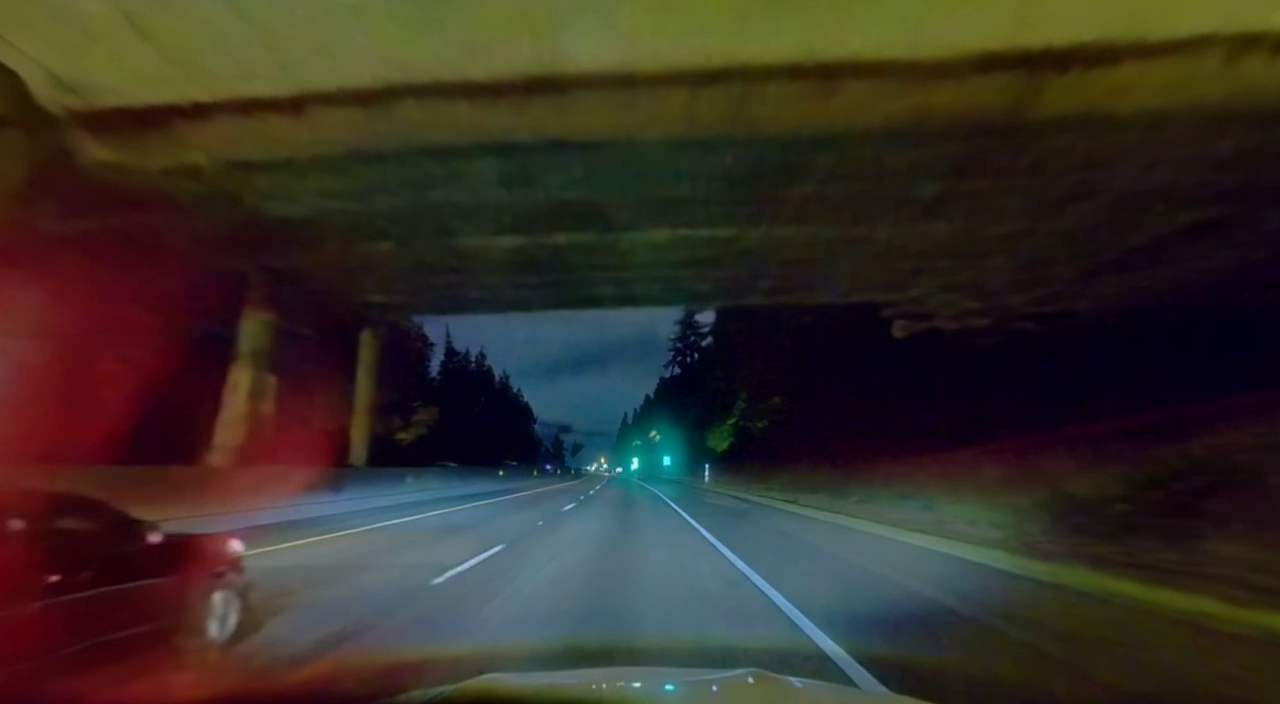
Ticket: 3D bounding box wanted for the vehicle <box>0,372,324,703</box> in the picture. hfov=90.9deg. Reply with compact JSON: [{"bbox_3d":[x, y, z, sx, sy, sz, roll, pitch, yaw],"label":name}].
[{"bbox_3d":[-4.247,1.077,3.582,2.286,1.757,5.057,1,-11,-1],"label":"vehicle"}]
